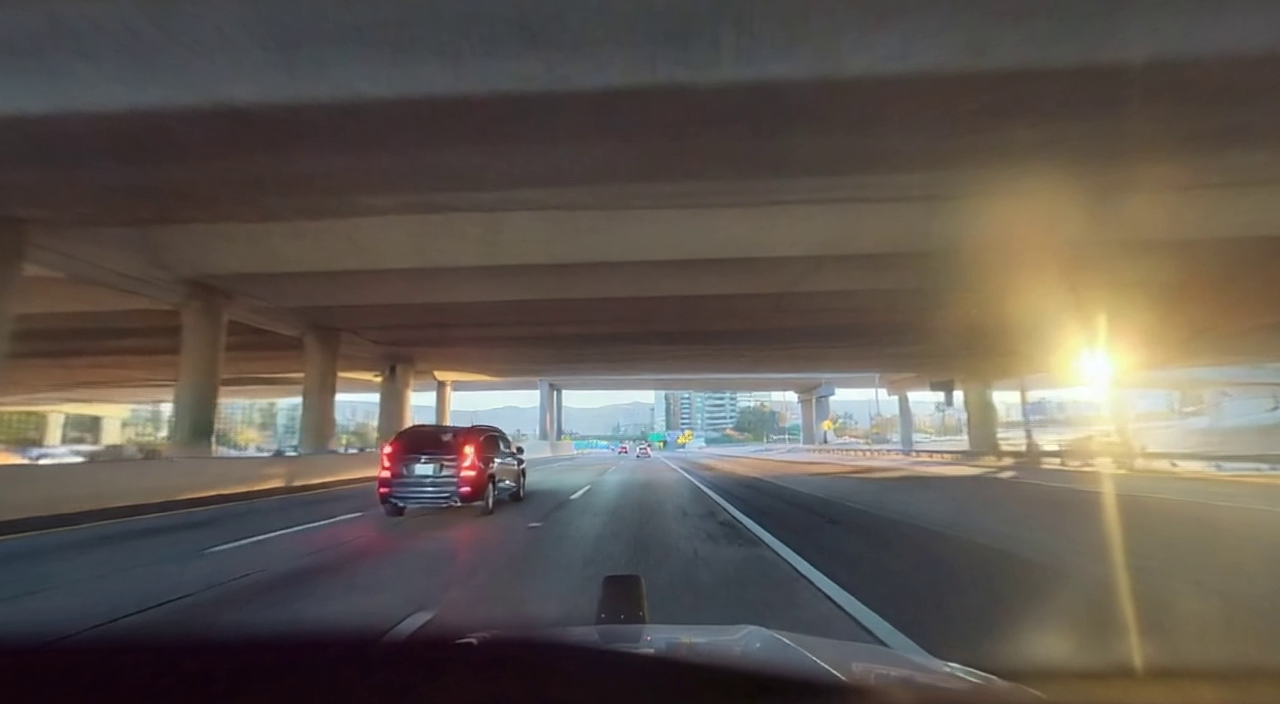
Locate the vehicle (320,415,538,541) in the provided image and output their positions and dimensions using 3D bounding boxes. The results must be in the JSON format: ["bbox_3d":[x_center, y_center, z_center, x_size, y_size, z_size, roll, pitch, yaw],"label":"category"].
[{"bbox_3d":[-3.324,2.102,11.132,2.203,1.734,4.600,0,-9,1],"label":"vehicle"}]
